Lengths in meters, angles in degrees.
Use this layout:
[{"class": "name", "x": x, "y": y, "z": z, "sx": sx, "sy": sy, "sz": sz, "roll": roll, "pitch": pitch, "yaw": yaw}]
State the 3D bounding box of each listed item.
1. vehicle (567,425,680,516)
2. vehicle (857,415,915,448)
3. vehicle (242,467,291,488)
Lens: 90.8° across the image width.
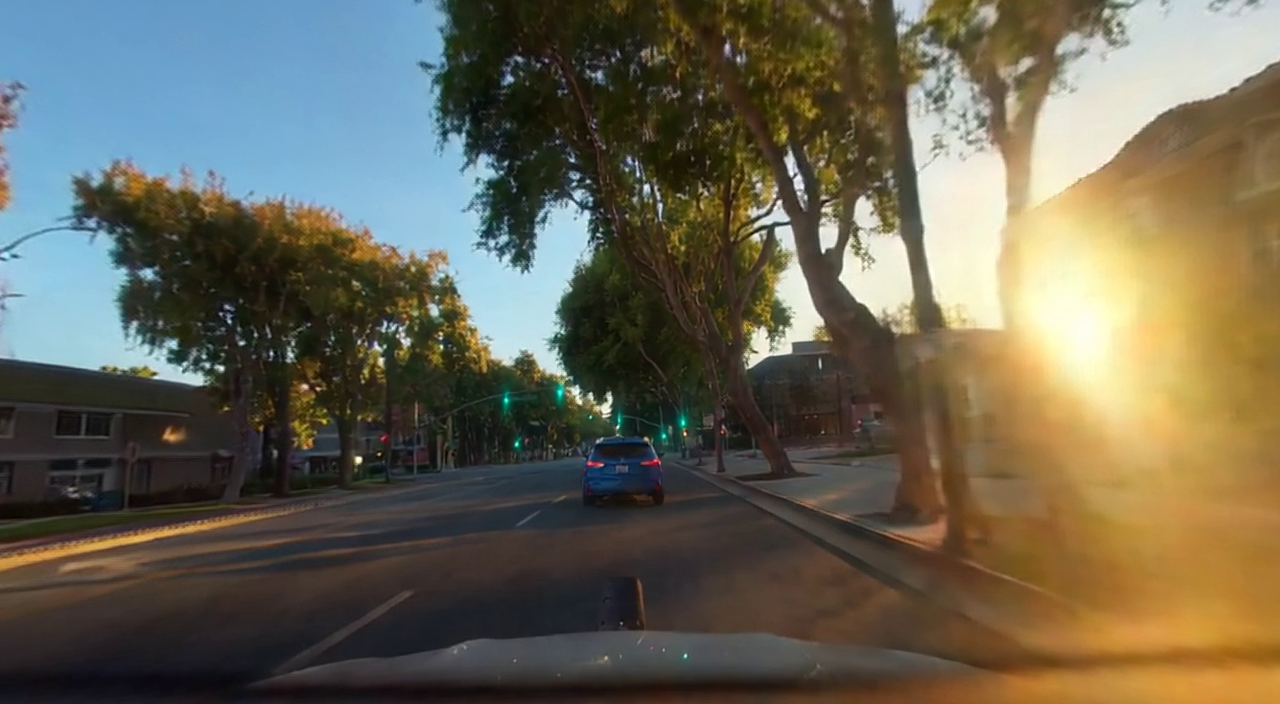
[{"class": "vehicle", "x": -0.347, "y": 2.541, "z": 14.023, "sx": 2.136, "sy": 1.703, "sz": 3.910, "roll": 0, "pitch": -8, "yaw": -1}, {"class": "vehicle", "x": 16.234, "y": 5.336, "z": 42.011, "sx": 2.039, "sy": 1.990, "sz": 5.111, "roll": -1, "pitch": -8, "yaw": 4}, {"class": "vehicle", "x": -28.675, "y": 9.600, "z": 48.661, "sx": 1.771, "sy": 1.435, "sz": 4.144, "roll": -1, "pitch": -10, "yaw": -8}]
